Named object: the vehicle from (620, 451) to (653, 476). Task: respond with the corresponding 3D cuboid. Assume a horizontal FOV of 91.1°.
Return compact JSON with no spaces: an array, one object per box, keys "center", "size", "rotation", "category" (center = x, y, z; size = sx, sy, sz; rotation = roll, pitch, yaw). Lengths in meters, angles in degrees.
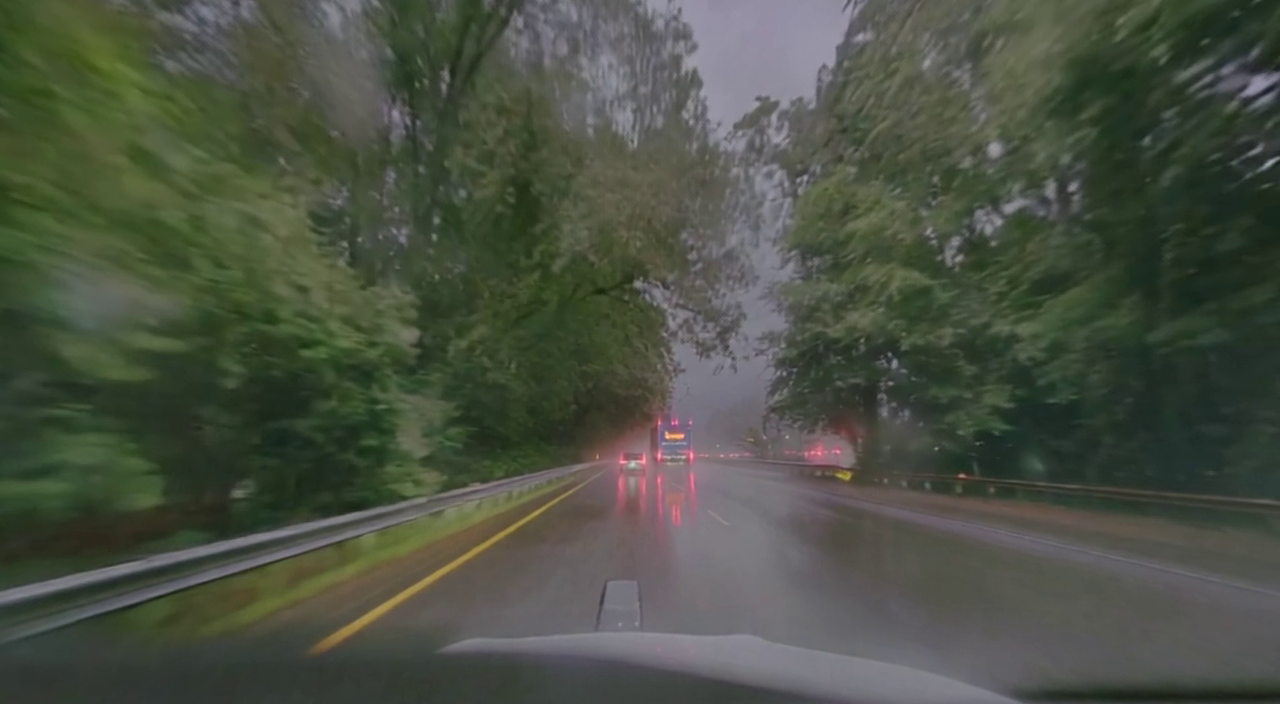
[{"center":[-0.233,7.316,41.558],"size":[2.057,1.528,3.958],"rotation":[-1,-9,0],"category":"vehicle"}]
